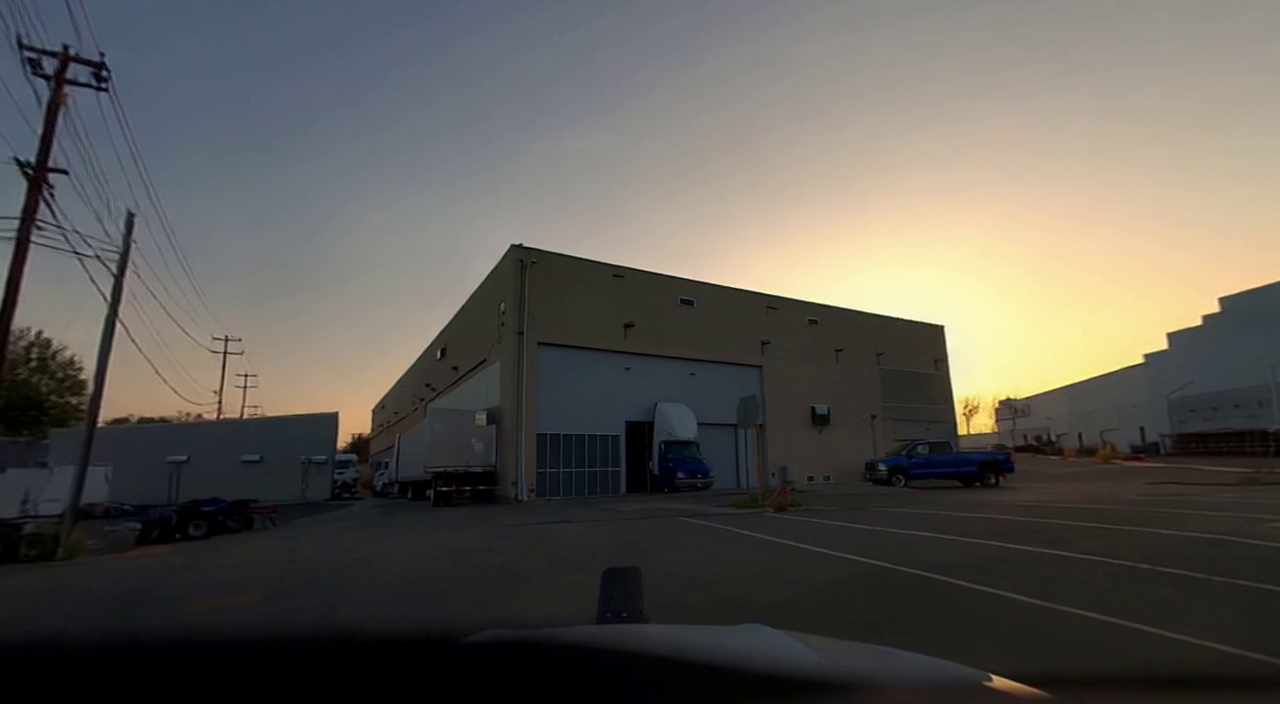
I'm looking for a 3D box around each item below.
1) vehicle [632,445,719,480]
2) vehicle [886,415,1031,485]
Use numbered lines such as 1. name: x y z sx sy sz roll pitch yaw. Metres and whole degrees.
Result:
1. vehicle: 2.229 7.006 40.142 5.207 2.103 1.997 1 -9 -8
2. vehicle: 15.547 4.993 31.365 2.298 3.004 6.271 2 -12 -19
